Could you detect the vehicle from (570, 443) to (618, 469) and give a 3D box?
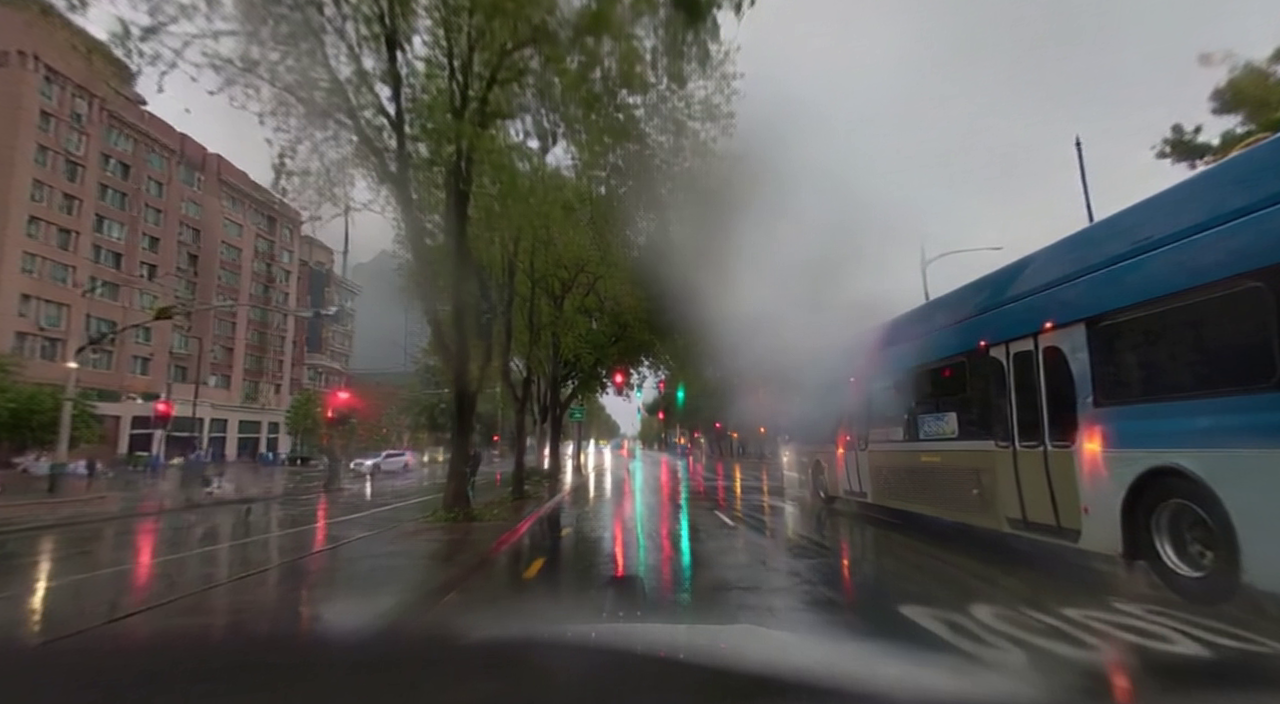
[{"bbox_3d":[-2.882,6.303,38.629,2.036,1.467,3.979,2,-9,-17],"label":"vehicle"}]

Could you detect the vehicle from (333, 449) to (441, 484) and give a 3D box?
[{"bbox_3d":[-12.149,5.458,30.524,1.816,1.490,4.417,-8,-11,42],"label":"vehicle"}]

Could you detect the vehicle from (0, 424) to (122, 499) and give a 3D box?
[{"bbox_3d":[-29.733,5.005,28.821,9.150,3.310,2.988,6,-12,-38],"label":"vehicle"}]

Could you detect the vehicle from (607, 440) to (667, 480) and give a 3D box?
[{"bbox_3d":[-0.240,4.539,26.886,2.123,1.544,4.158,1,-8,-6],"label":"vehicle"}]

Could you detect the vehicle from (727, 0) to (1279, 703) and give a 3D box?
[{"bbox_3d":[3.328,0.233,5.048,3.250,3.731,13.693,0,-8,0],"label":"vehicle"}]
